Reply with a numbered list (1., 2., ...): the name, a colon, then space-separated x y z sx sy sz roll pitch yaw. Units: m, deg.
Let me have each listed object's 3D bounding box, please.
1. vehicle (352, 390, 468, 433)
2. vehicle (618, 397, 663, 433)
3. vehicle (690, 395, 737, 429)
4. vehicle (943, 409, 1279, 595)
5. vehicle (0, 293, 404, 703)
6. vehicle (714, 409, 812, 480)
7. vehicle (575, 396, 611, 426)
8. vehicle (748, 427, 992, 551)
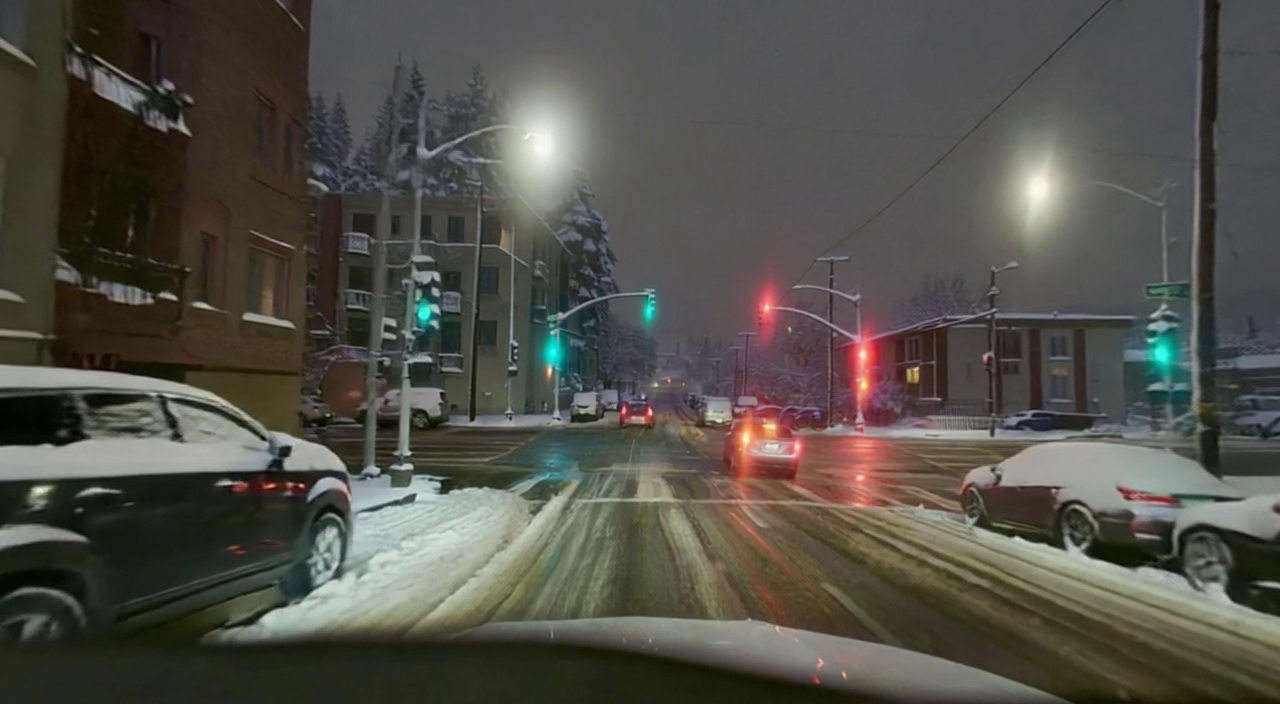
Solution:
1. vehicle: -10.164 2.684 28.115 4.304 1.755 2.083 0 -8 1
2. vehicle: 0.063 2.961 29.025 1.923 1.460 3.923 0 -8 1
3. vehicle: 3.897 3.311 34.187 2.093 1.655 4.327 0 -8 1
4. vehicle: 6.111 1.765 8.330 1.999 1.752 4.502 0 -8 1
5. vehicle: -3.552 0.961 4.192 2.016 1.885 4.723 0 -8 1
6. vehicle: 3.331 2.509 17.864 1.970 1.490 4.016 0 -1 0
7. vehicle: -2.676 3.480 36.766 1.878 1.521 3.697 0 -8 -1
8. vehicle: 3.130 1.974 9.849 2.055 1.450 4.676 0 -8 0
